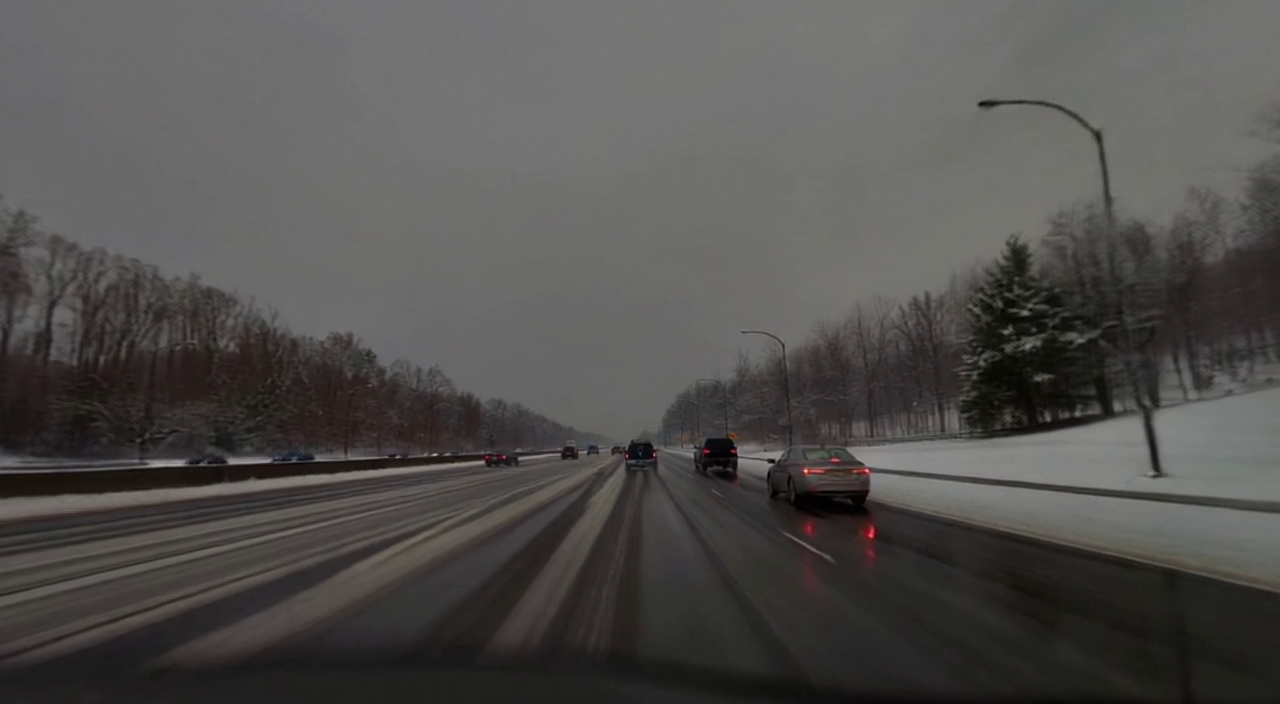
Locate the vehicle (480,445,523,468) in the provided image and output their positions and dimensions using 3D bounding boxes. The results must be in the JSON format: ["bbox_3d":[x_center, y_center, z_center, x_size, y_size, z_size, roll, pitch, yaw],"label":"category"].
[{"bbox_3d":[-9.879,7.503,45.288,1.989,1.529,4.433,0,-9,1],"label":"vehicle"}]

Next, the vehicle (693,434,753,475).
[{"bbox_3d":[4.292,5.457,33.620,2.388,1.998,5.749,0,-9,0],"label":"vehicle"}]

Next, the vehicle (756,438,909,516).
[{"bbox_3d":[4.216,2.827,14.763,2.057,1.508,4.767,0,-9,0],"label":"vehicle"}]

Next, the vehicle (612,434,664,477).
[{"bbox_3d":[-0.054,5.120,31.423,2.372,1.957,5.121,0,-9,0],"label":"vehicle"}]
